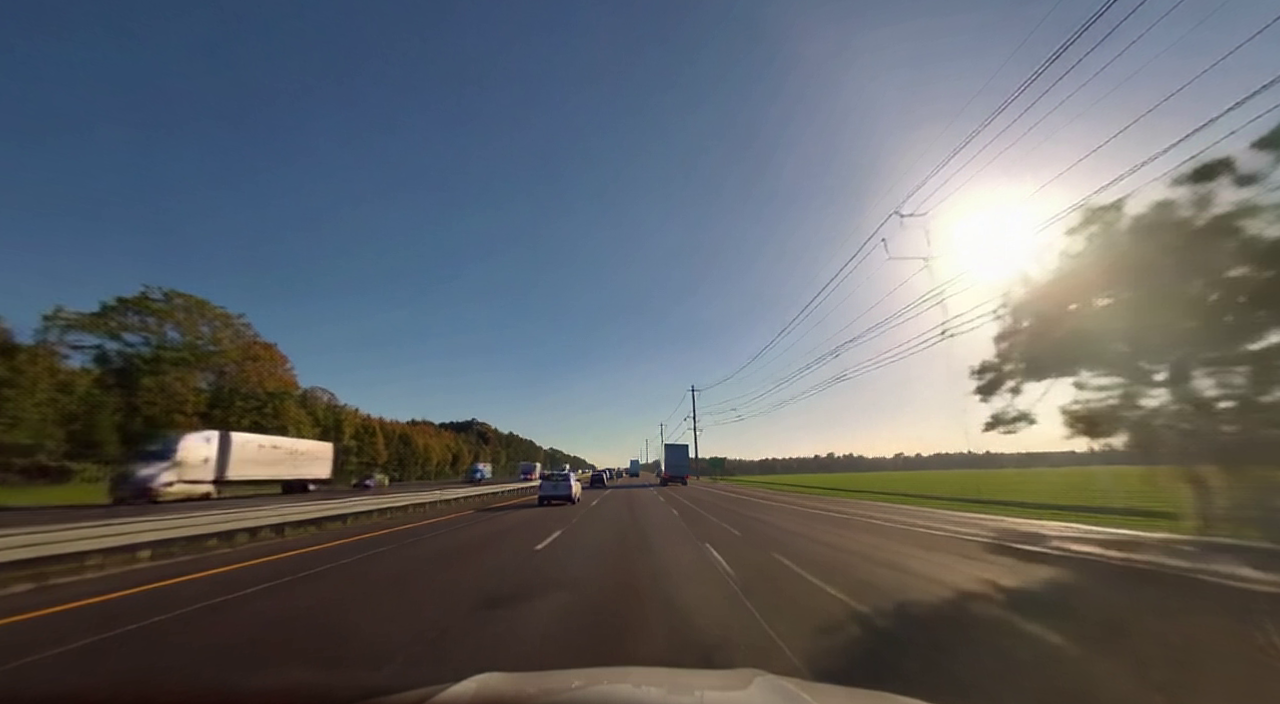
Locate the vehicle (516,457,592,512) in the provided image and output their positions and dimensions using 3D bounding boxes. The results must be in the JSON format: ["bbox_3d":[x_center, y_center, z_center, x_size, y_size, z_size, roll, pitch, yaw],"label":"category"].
[{"bbox_3d":[-2.964,4.720,22.659,2.065,1.722,4.441,1,-11,0],"label":"vehicle"}]

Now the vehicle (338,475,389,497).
[{"bbox_3d":[-19.563,9.473,44.730,1.772,1.422,3.952,1,-11,0],"label":"vehicle"}]

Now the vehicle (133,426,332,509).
[{"bbox_3d":[-24.071,7.172,39.068,2.885,4.090,14.510,1,-11,-1],"label":"vehicle"}]
